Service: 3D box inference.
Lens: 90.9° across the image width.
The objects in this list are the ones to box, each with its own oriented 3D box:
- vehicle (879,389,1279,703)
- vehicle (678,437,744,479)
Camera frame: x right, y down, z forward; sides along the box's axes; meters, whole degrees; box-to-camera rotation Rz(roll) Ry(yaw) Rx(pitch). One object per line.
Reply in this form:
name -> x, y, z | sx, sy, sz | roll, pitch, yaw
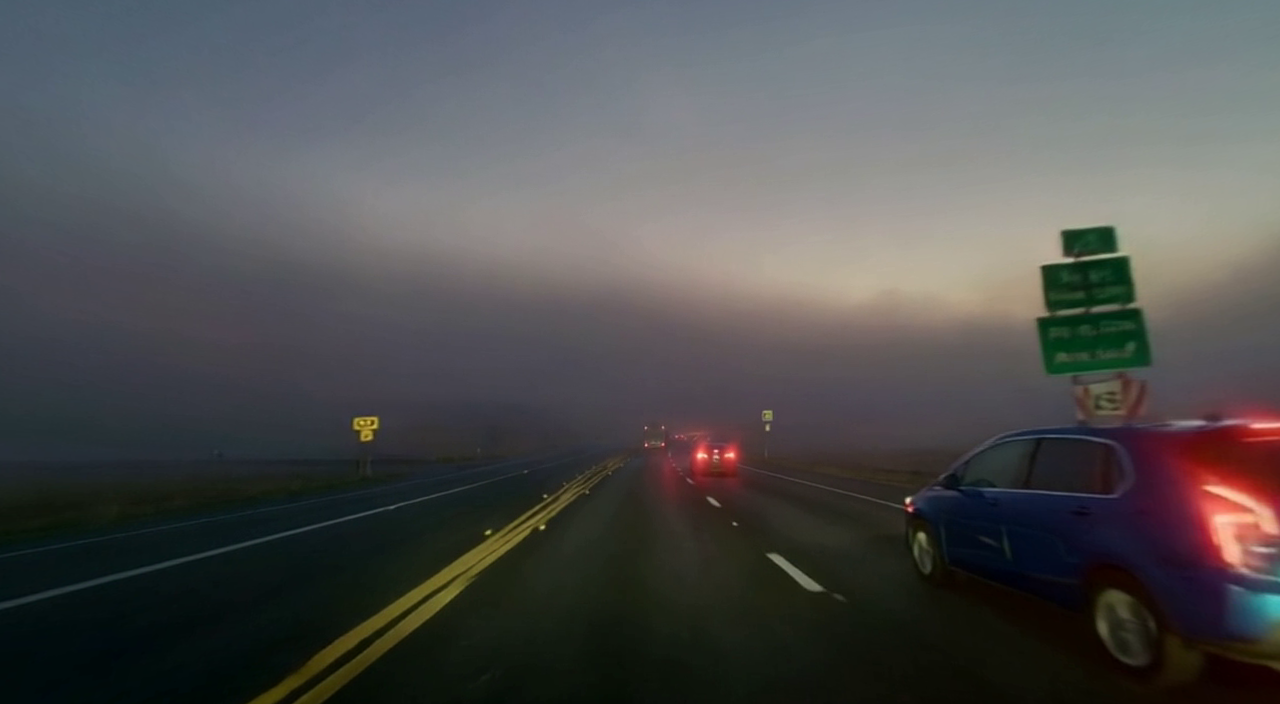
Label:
vehicle -> 3.532, 1.210, 4.597 | 2.007, 1.534, 3.976 | 0, -8, 0
vehicle -> 2.732, 4.199, 25.246 | 2.026, 1.531, 4.273 | 0, -8, -2
